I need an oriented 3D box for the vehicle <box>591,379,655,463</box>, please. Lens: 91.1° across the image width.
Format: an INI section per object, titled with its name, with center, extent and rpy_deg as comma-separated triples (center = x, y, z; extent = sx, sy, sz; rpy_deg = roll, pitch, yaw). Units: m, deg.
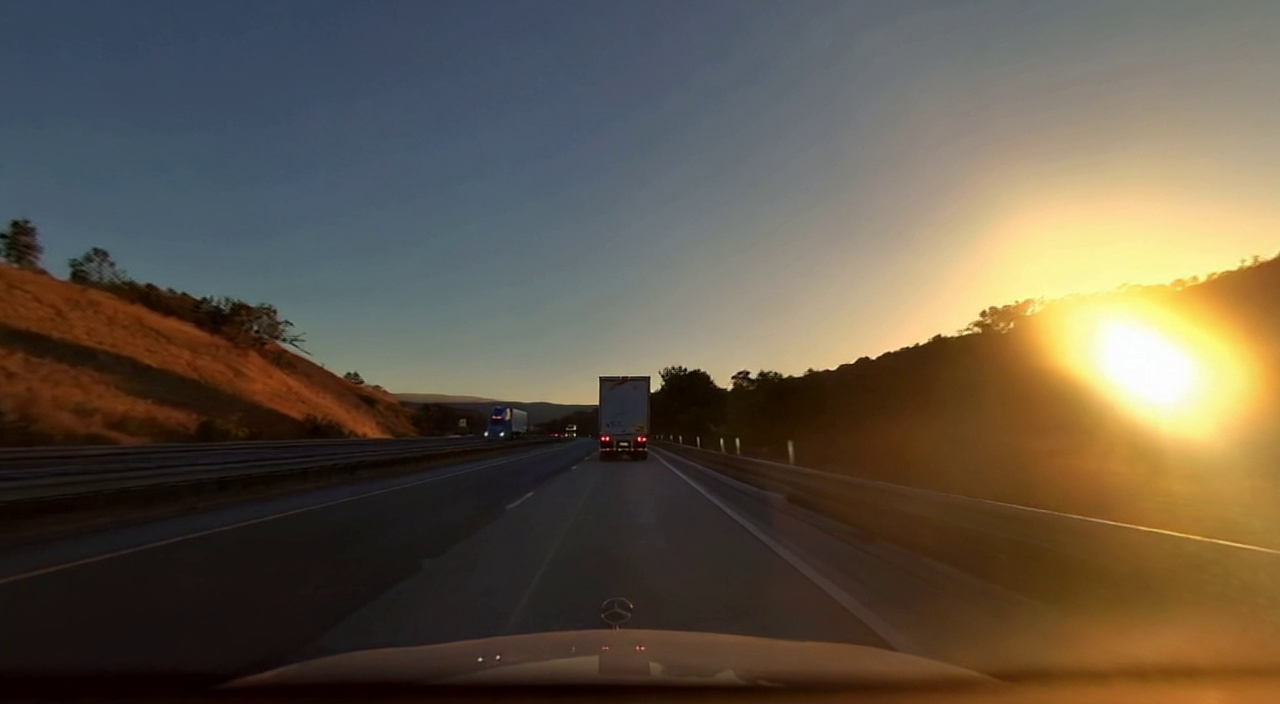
[vehicle]
center = -0.963, 3.958, 35.203
extent = 3.023, 3.965, 10.402
rpy_deg = 1, -8, -2
